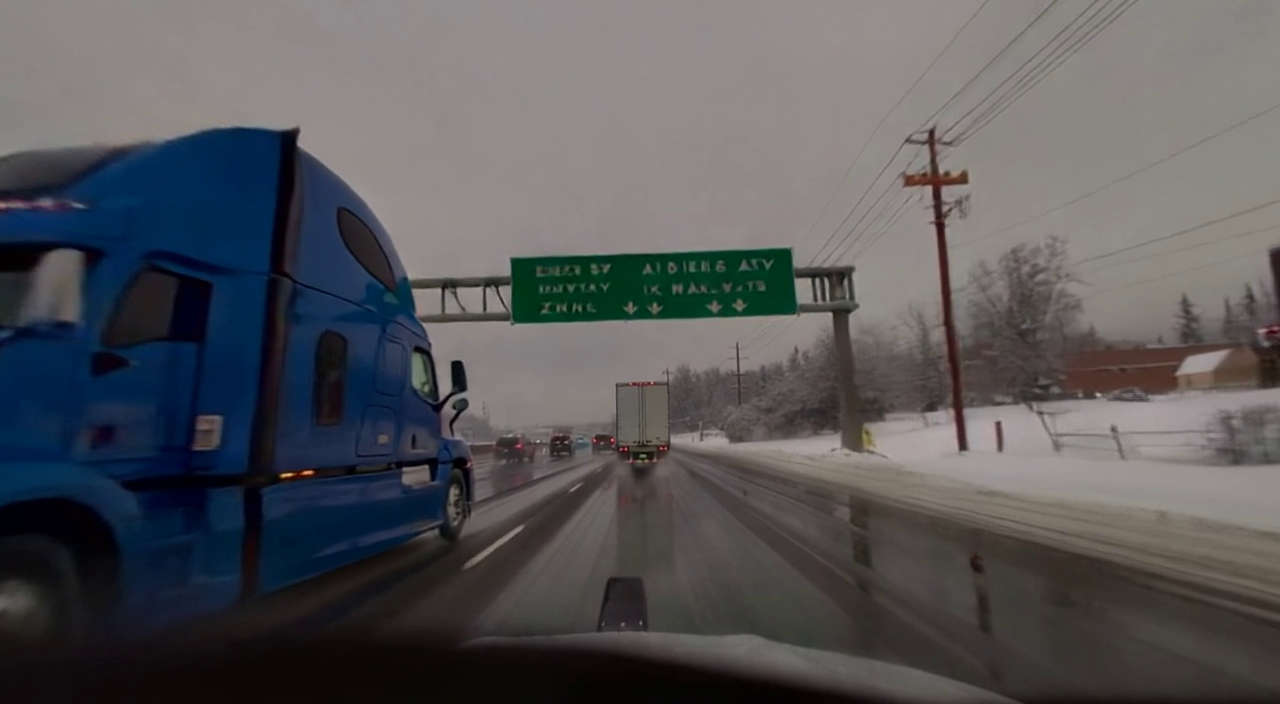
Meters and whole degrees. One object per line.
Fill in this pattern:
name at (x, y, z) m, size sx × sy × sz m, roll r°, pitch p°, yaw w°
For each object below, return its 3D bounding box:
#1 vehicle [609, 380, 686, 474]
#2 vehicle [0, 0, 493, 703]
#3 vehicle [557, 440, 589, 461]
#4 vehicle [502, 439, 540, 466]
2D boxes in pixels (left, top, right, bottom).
vehicle at (0.259, 3.620, 29.223) m, size 2.941 × 3.604 × 9.851 m, roll 0°, pitch -9°, yaw 0°
vehicle at (-3.947, 0.266, 5.726) m, size 3.061 × 3.891 × 8.658 m, roll 0°, pitch -9°, yaw 0°
vehicle at (-4.873, 7.223, 46.234) m, size 1.933 × 1.459 × 4.478 m, roll 0°, pitch -9°, yaw -1°
vehicle at (-7.145, 6.065, 38.106) m, size 1.736 × 1.580 × 2.778 m, roll 0°, pitch -9°, yaw 0°
